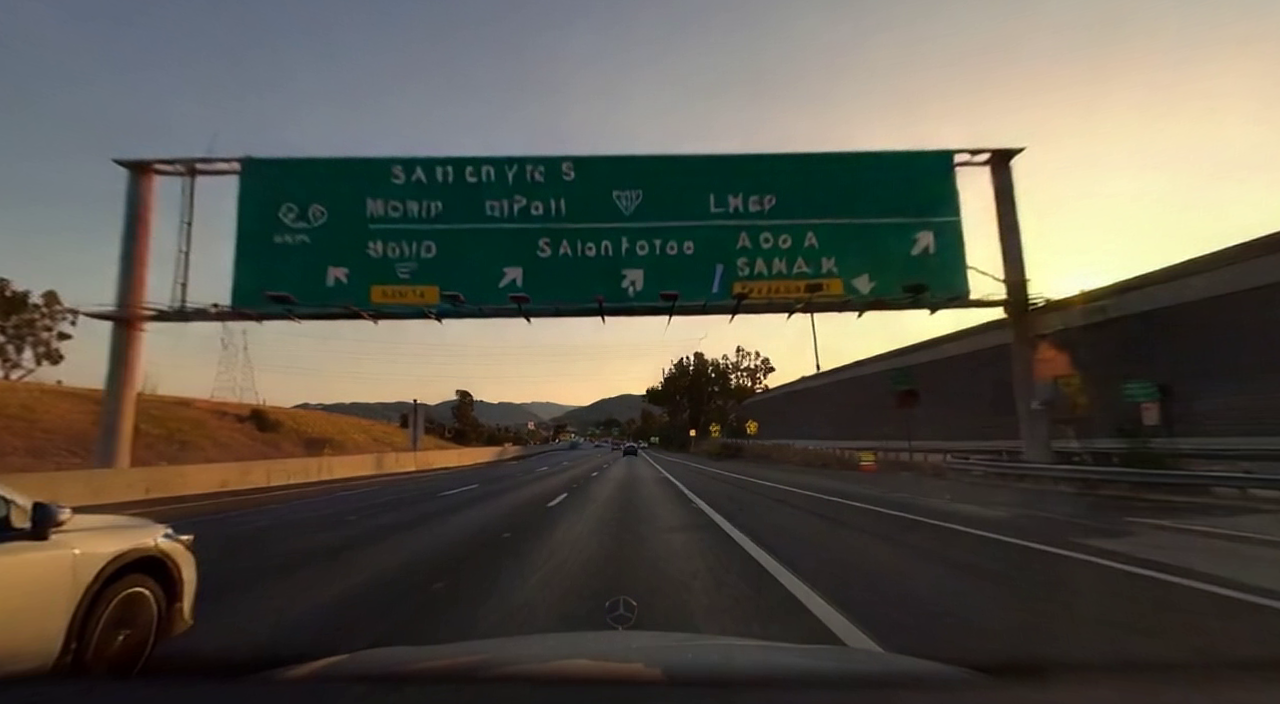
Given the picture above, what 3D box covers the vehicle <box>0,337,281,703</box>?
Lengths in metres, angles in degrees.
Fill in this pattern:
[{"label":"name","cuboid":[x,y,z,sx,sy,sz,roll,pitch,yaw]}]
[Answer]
[{"label":"vehicle","cuboid":[-3.309,0.738,1.703,2.178,1.699,4.321,0,-8,-1]}]
